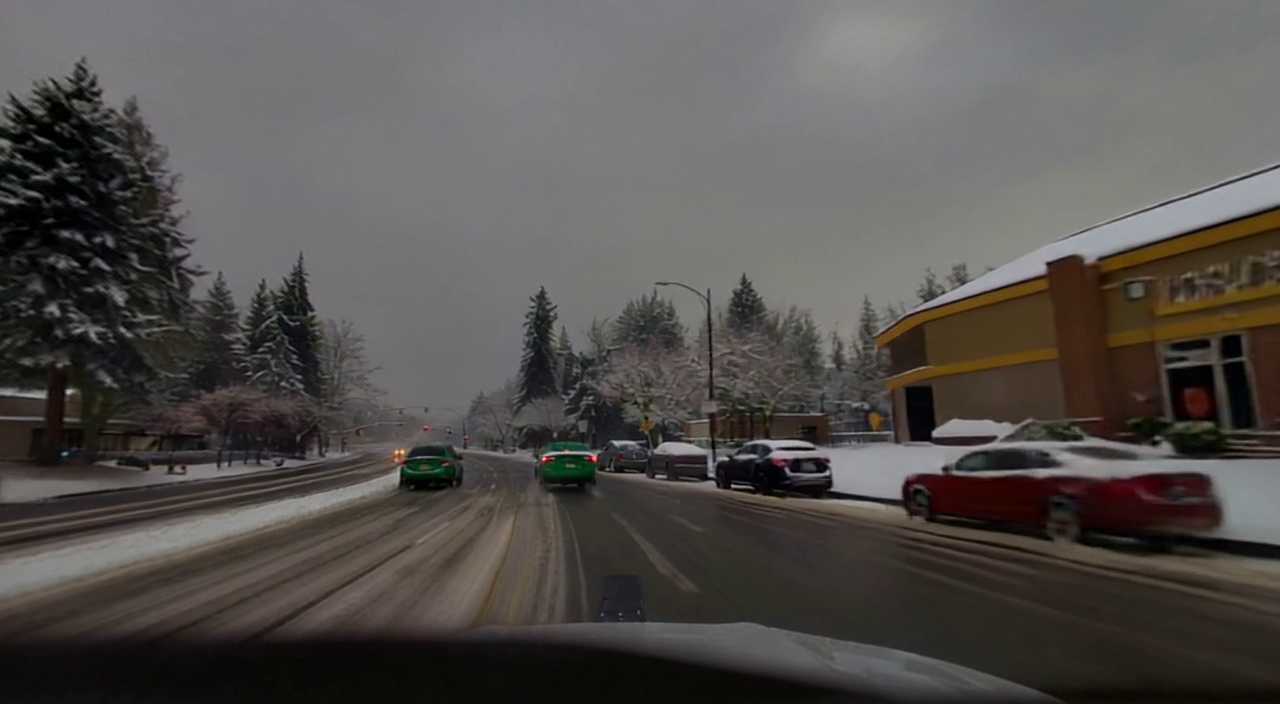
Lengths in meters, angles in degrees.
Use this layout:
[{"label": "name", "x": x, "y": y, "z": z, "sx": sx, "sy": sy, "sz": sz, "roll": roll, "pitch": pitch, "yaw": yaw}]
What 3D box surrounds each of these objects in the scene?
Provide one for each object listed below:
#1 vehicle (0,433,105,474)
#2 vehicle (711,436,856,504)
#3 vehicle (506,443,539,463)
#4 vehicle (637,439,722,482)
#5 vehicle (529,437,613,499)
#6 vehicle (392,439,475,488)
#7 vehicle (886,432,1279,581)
[{"label": "vehicle", "x": -36.307, "y": 6.242, "z": 38.806, "sx": 2.430, "sy": 2.266, "sz": 6.029, "roll": 3, "pitch": -9, "yaw": -13}, {"label": "vehicle", "x": 3.599, "y": 3.039, "z": 16.727, "sx": 1.905, "sy": 1.537, "sz": 4.276, "roll": 2, "pitch": -9, "yaw": -16}, {"label": "vehicle", "x": -8.554, "y": 7.264, "z": 45.452, "sx": 1.920, "sy": 1.416, "sz": 4.310, "roll": 2, "pitch": -9, "yaw": -16}, {"label": "vehicle", "x": 1.439, "y": 4.251, "z": 25.005, "sx": 1.867, "sy": 1.489, "sz": 4.694, "roll": 2, "pitch": -9, "yaw": -16}, {"label": "vehicle", "x": -2.082, "y": 3.190, "z": 17.808, "sx": 2.001, "sy": 1.483, "sz": 4.442, "roll": 1, "pitch": -9, "yaw": -10}, {"label": "vehicle", "x": -6.933, "y": 3.763, "z": 21.650, "sx": 2.105, "sy": 1.477, "sz": 4.857, "roll": 2, "pitch": -9, "yaw": -11}, {"label": "vehicle", "x": 5.916, "y": 1.901, "z": 8.826, "sx": 2.038, "sy": 1.446, "sz": 4.896, "roll": 2, "pitch": -9, "yaw": -15}]
